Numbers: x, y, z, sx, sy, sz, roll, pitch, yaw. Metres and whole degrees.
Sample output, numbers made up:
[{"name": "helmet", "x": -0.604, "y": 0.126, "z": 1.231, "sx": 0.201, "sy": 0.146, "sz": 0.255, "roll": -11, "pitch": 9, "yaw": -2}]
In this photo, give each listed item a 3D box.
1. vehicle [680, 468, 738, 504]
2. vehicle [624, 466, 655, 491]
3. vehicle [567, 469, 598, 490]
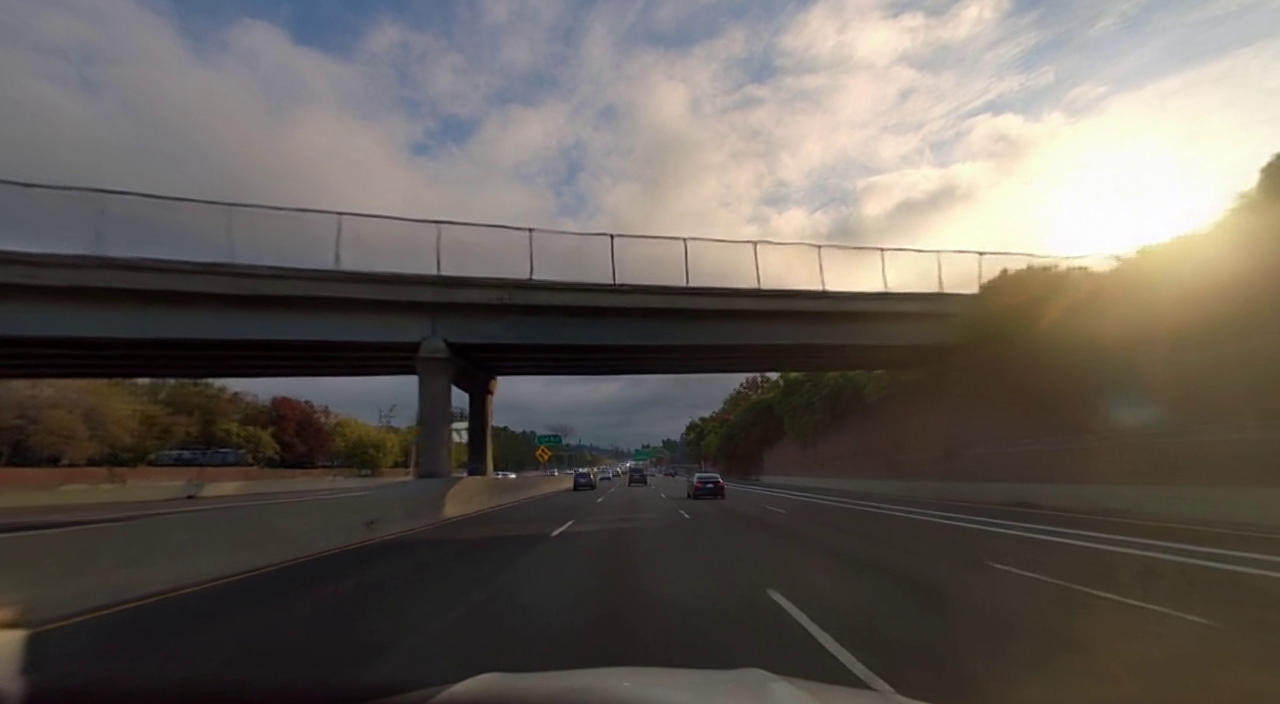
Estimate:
[{"name": "vehicle", "x": 3.142, "y": 6.272, "z": 29.649, "sx": 2.092, "sy": 1.518, "sz": 4.348, "roll": 1, "pitch": -11, "yaw": -2}, {"name": "vehicle", "x": -0.096, "y": 9.364, "z": 46.501, "sx": 2.181, "sy": 1.698, "sz": 4.056, "roll": 1, "pitch": -11, "yaw": -1}, {"name": "vehicle", "x": -4.291, "y": 9.647, "z": 47.616, "sx": 1.975, "sy": 1.486, "sz": 3.903, "roll": 1, "pitch": -11, "yaw": 0}]
